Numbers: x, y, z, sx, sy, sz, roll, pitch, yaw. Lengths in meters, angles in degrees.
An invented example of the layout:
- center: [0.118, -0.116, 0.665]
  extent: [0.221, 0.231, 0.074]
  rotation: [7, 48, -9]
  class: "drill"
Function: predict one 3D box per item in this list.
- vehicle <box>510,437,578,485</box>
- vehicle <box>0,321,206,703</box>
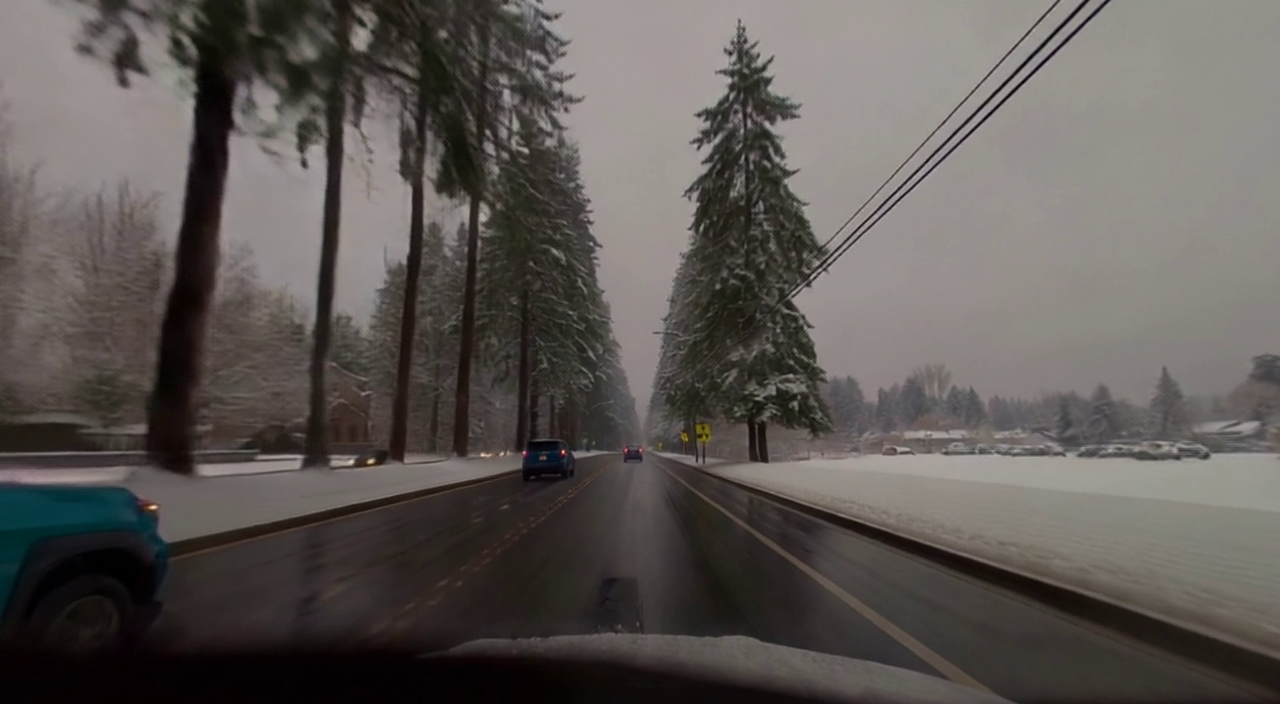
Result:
- center: [-3.725, 4.300, 25.301]
  extent: [2.078, 1.748, 4.279]
  rotation: [0, -8, 0]
  class: "vehicle"
- center: [-3.335, 0.590, 1.063]
  extent: [2.152, 1.731, 4.335]
  rotation: [0, -8, -1]
  class: "vehicle"
